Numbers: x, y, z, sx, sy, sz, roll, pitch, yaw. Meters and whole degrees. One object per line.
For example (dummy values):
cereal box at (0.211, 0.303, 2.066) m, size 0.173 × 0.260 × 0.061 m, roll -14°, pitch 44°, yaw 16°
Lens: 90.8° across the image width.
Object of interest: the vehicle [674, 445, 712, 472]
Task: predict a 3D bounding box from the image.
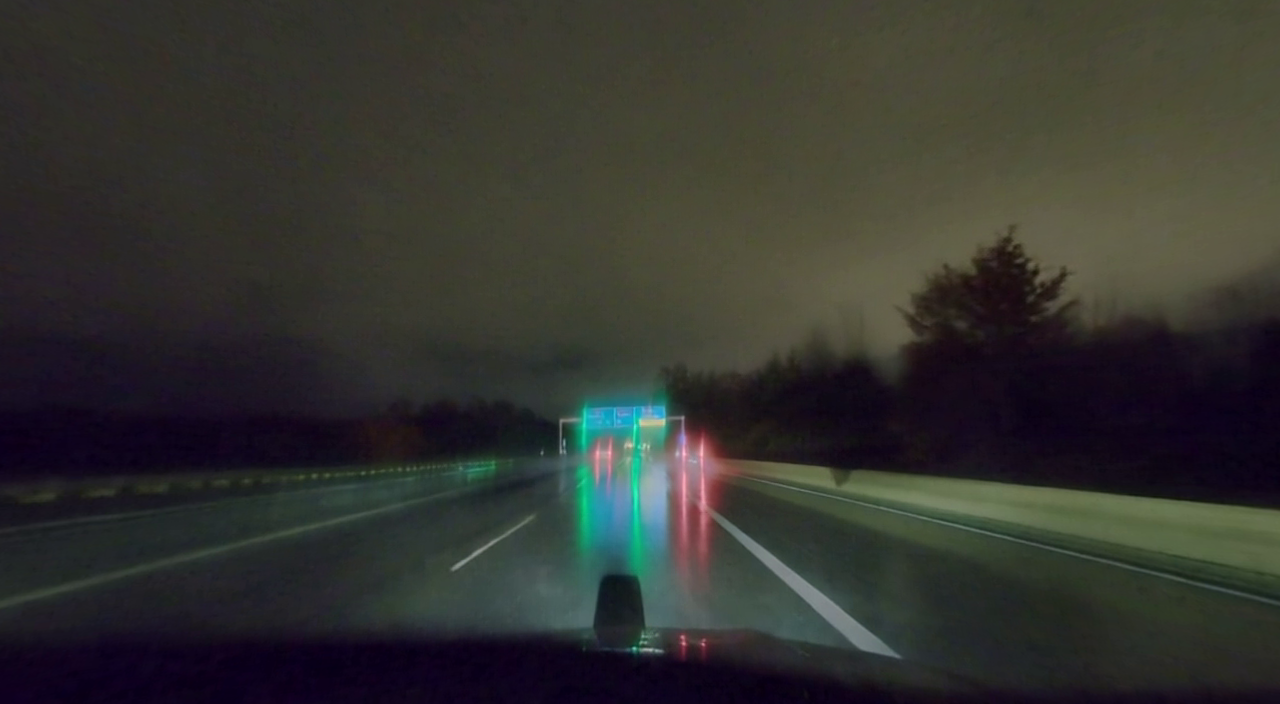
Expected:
vehicle at (3.632, 7.404, 43.911) m, size 2.133 × 1.746 × 4.511 m, roll 0°, pitch -9°, yaw -1°
